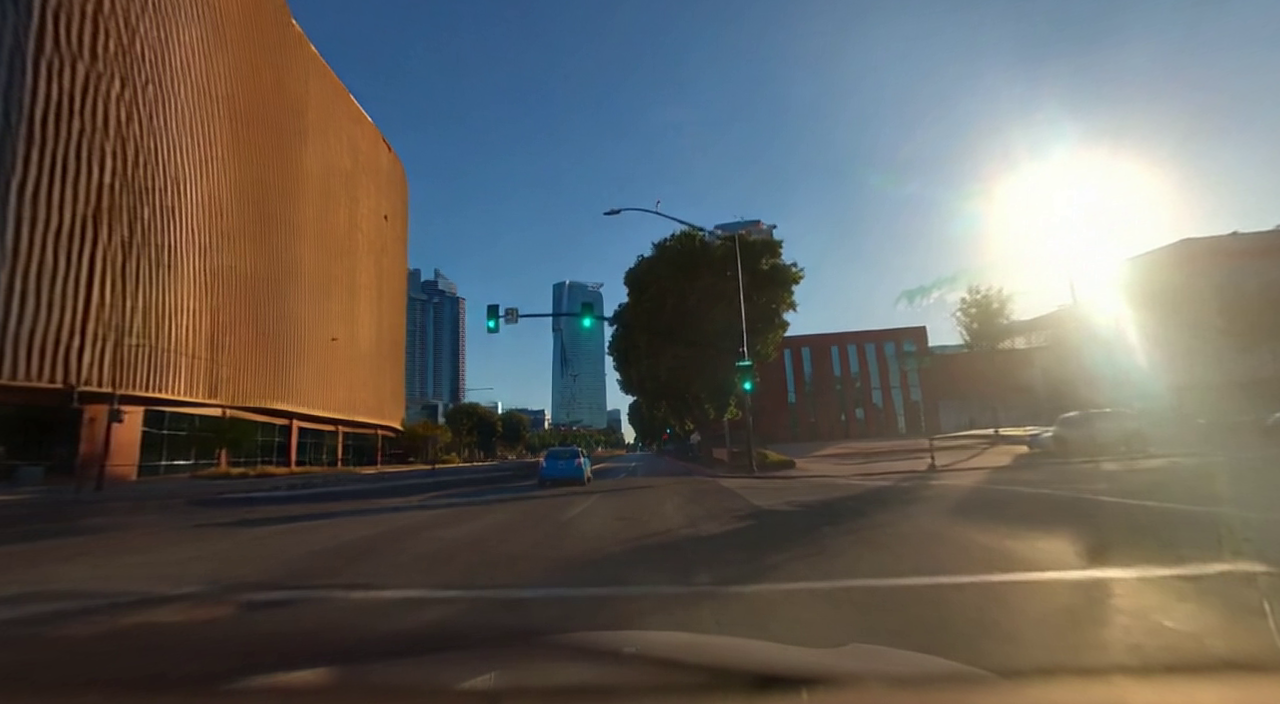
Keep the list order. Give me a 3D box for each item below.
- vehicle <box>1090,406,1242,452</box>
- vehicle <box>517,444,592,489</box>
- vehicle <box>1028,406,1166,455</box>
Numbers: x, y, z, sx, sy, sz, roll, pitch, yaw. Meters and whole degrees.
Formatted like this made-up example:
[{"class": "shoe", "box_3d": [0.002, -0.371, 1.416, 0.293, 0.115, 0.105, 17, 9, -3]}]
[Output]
[{"class": "vehicle", "box_3d": [19.291, 2.907, 23.385, 2.004, 1.530, 4.158, 0, -9, 0]}, {"class": "vehicle", "box_3d": [-3.004, 4.132, 23.107, 1.971, 1.486, 4.380, -1, -9, 3]}, {"class": "vehicle", "box_3d": [16.699, 2.958, 23.327, 1.851, 1.594, 4.324, 0, -9, 0]}]
